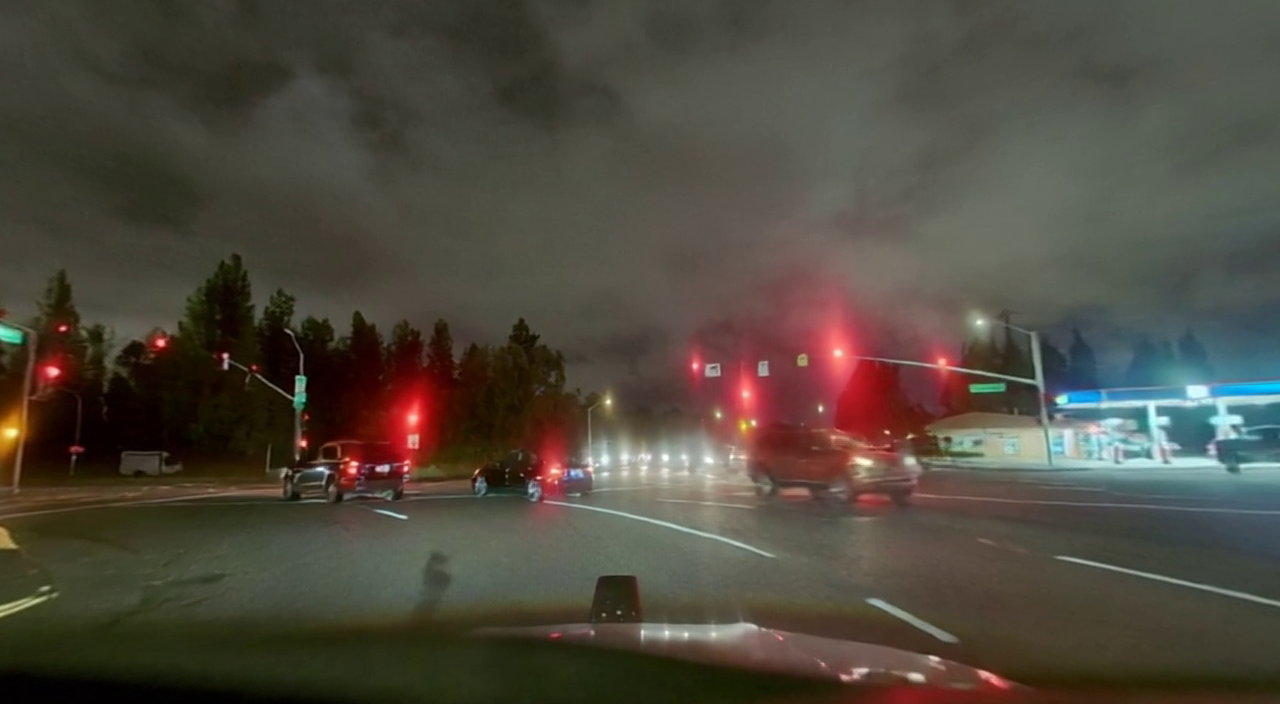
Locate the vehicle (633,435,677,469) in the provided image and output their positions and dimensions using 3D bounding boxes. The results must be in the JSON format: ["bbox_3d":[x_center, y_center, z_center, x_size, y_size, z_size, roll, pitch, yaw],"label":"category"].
[{"bbox_3d":[0.755,5.196,32.924,2.126,1.626,4.585,0,-8,1],"label":"vehicle"}]

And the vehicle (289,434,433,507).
[{"bbox_3d":[-8.138,3.302,18.243,2.351,1.733,4.616,5,-9,-43],"label":"vehicle"}]

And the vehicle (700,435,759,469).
[{"bbox_3d":[4.467,5.053,32.168,1.976,1.573,4.543,1,-9,-5],"label":"vehicle"}]

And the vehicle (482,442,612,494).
[{"bbox_3d":[-3.072,3.624,20.221,1.965,1.460,4.581,7,-11,-40],"label":"vehicle"}]

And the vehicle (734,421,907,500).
[{"bbox_3d":[4.649,2.877,17.111,2.016,1.828,4.503,4,-9,-24],"label":"vehicle"}]

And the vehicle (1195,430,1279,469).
[{"bbox_3d":[29.443,4.525,29.309,4.952,1.745,2.184,-3,-9,20],"label":"vehicle"}]
